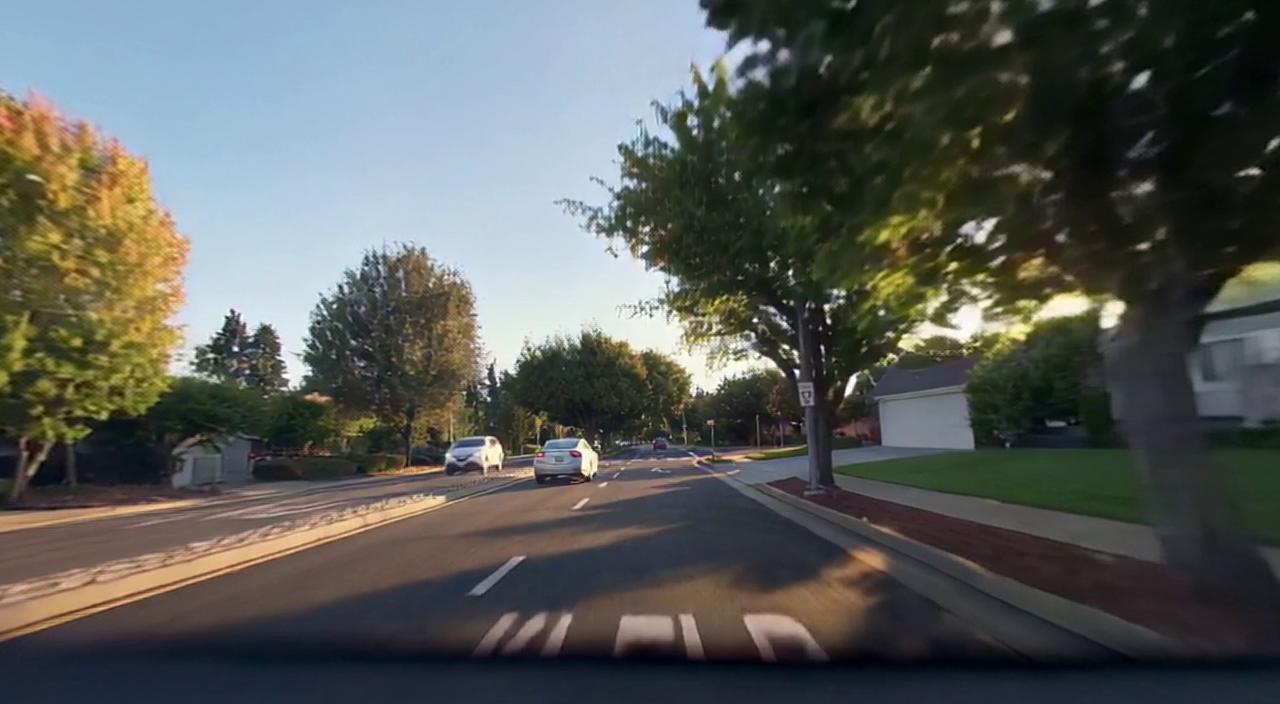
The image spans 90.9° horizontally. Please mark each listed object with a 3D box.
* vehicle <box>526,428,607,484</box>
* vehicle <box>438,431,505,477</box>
[{"bbox_3d":[-2.479,3.681,22.498,2.190,1.766,4.394,0,-8,2],"label":"vehicle"},{"bbox_3d":[-8.542,5.220,32.405,2.159,1.983,4.530,-5,-8,0],"label":"vehicle"}]
